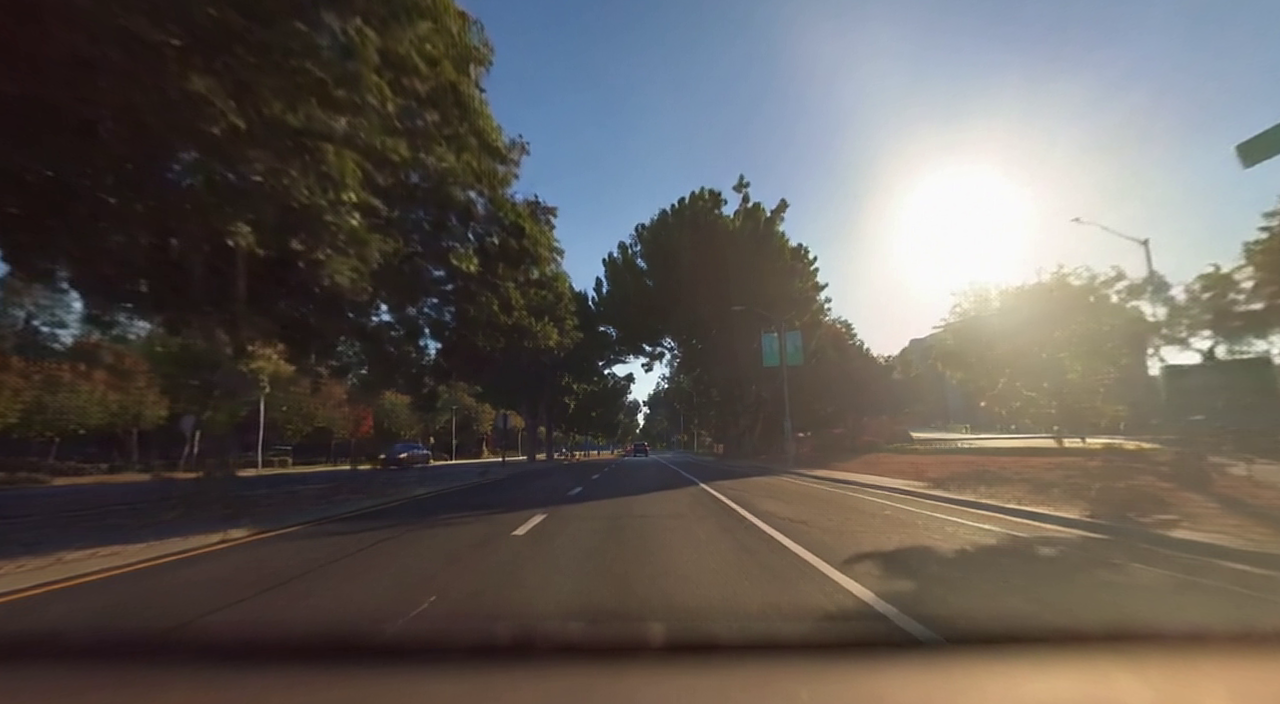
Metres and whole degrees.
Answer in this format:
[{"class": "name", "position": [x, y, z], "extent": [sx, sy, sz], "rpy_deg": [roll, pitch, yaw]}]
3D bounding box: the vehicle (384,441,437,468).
[{"class": "vehicle", "position": [-16.446, 7.342, 45.477], "extent": [2.025, 1.802, 4.468], "rpy_deg": [0, -8, 1]}]
